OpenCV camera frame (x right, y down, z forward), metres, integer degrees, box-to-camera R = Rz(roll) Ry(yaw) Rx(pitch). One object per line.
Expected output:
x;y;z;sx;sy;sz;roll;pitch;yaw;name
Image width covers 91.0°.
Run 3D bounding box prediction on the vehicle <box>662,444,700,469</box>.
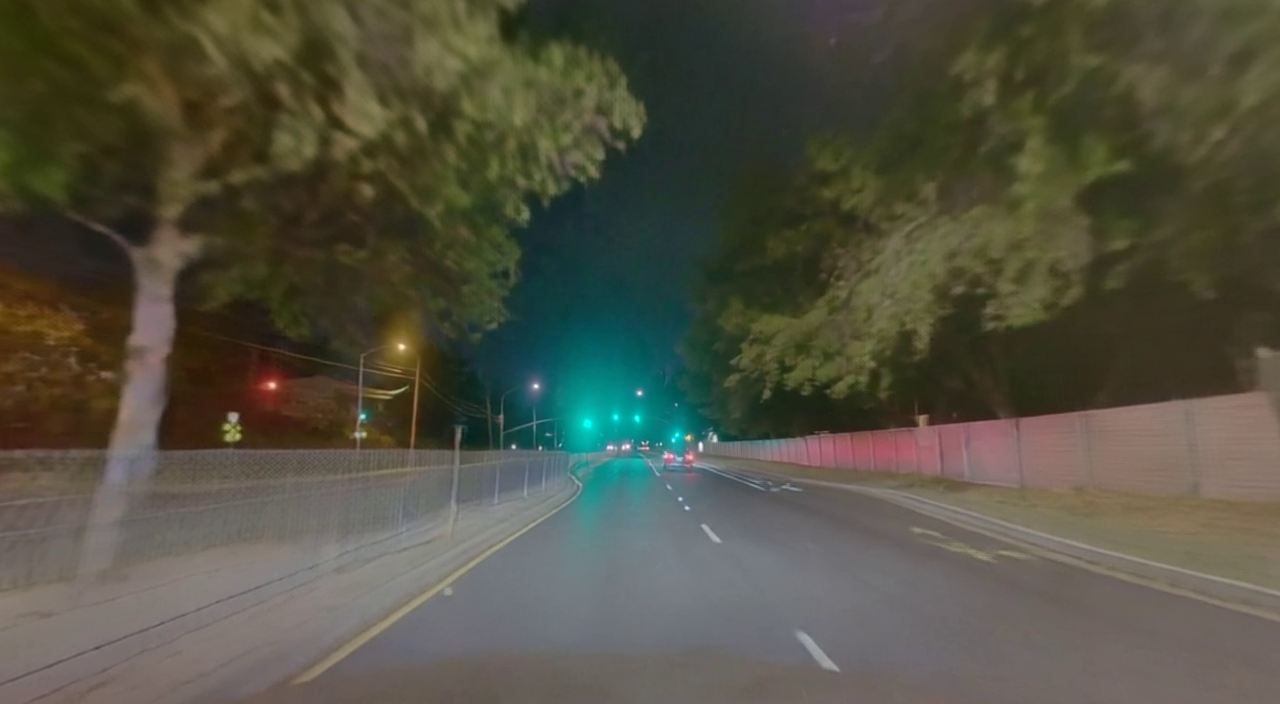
2.522;6.606;39.846;2.105;1.490;4.008;0;-9;-1;vehicle
